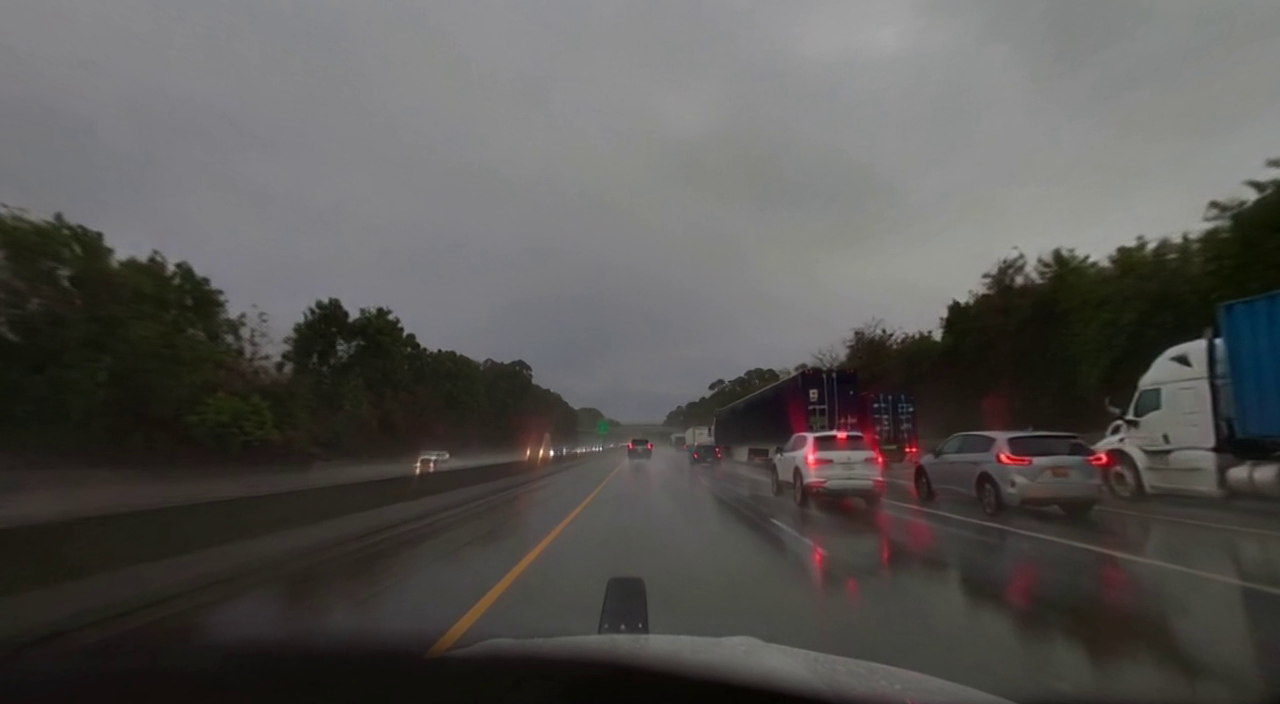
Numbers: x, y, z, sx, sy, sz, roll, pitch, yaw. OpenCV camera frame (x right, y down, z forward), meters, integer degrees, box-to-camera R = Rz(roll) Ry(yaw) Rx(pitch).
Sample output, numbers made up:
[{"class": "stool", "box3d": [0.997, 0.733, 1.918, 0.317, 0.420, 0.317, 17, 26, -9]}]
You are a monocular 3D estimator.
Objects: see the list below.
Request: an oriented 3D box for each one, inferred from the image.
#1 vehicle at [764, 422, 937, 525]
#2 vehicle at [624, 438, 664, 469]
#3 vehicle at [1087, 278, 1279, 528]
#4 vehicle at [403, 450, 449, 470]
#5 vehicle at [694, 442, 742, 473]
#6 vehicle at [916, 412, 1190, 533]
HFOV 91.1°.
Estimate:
[{"class": "vehicle", "box3d": [3.922, 2.319, 12.582, 1.972, 1.693, 4.139, 0, -8, -1]}, {"class": "vehicle", "box3d": [0.273, 6.188, 38.477, 2.313, 1.736, 4.215, 0, -8, 1]}, {"class": "vehicle", "box3d": [11.552, 0.768, 9.650, 2.998, 3.893, 8.456, 0, -8, 0]}, {"class": "vehicle", "box3d": [-16.715, 8.446, 49.244, 1.906, 1.453, 4.484, 0, -8, 1]}, {"class": "vehicle", "box3d": [3.995, 5.453, 32.788, 1.888, 1.501, 4.608, 0, -8, 0]}, {"class": "vehicle", "box3d": [7.392, 2.189, 12.035, 1.985, 1.835, 4.681, 0, -8, -1]}]
